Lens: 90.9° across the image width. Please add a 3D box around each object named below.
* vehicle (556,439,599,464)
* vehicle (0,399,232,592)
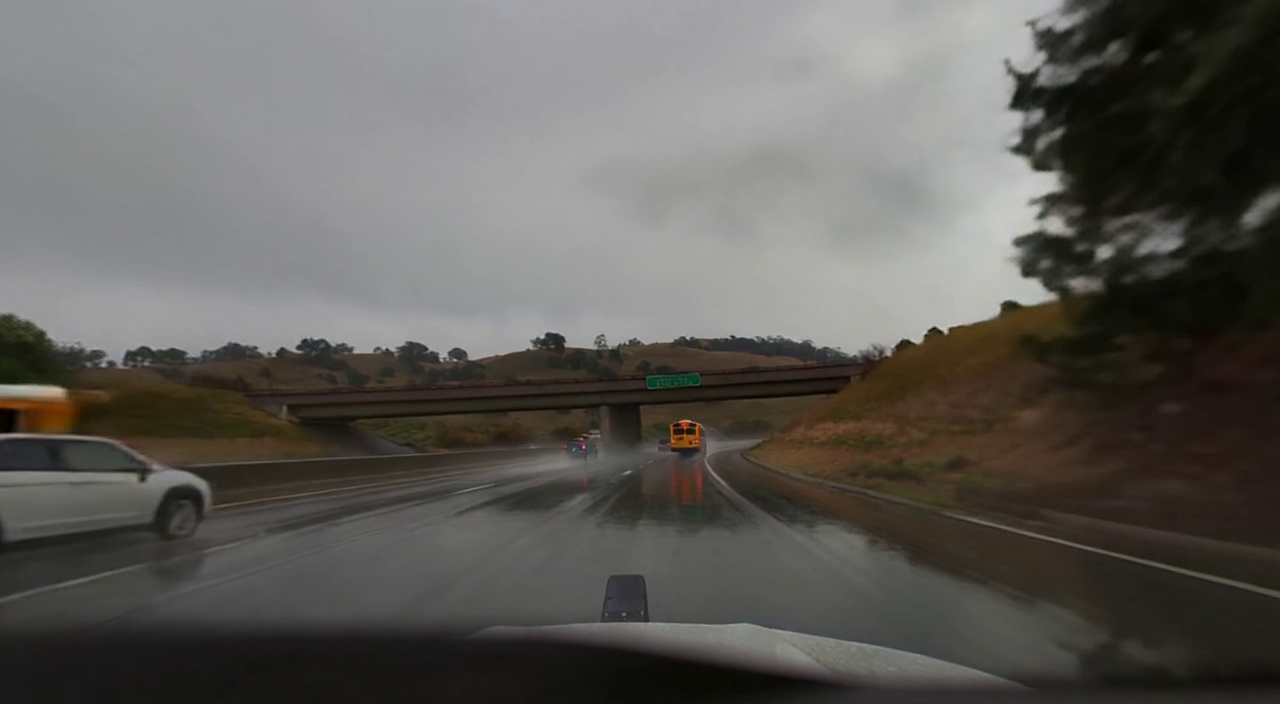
[{"bbox_3d":[-4.410,7.072,44.996,2.106,1.704,4.637,-1,-9,7],"label":"vehicle"},{"bbox_3d":[-6.722,1.364,6.221,2.172,1.689,4.625,0,-8,2],"label":"vehicle"}]
